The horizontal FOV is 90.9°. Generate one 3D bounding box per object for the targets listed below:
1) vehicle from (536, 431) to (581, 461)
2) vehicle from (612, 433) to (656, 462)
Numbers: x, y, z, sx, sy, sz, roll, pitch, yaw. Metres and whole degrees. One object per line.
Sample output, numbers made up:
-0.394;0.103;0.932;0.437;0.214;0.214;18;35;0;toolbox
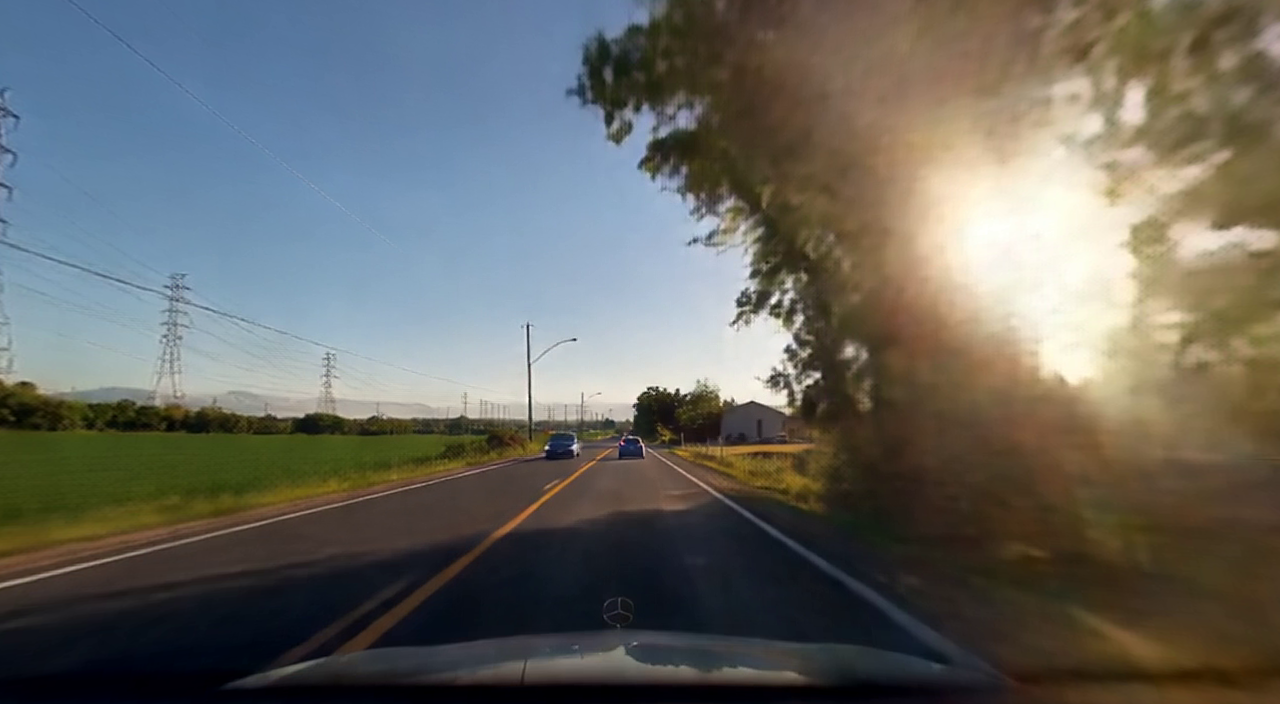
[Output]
-4.567;5.291;35.822;2.079;1.591;3.951;0;-8;-1;vehicle
-0.319;5.101;33.830;2.241;1.471;3.829;0;-8;-1;vehicle
